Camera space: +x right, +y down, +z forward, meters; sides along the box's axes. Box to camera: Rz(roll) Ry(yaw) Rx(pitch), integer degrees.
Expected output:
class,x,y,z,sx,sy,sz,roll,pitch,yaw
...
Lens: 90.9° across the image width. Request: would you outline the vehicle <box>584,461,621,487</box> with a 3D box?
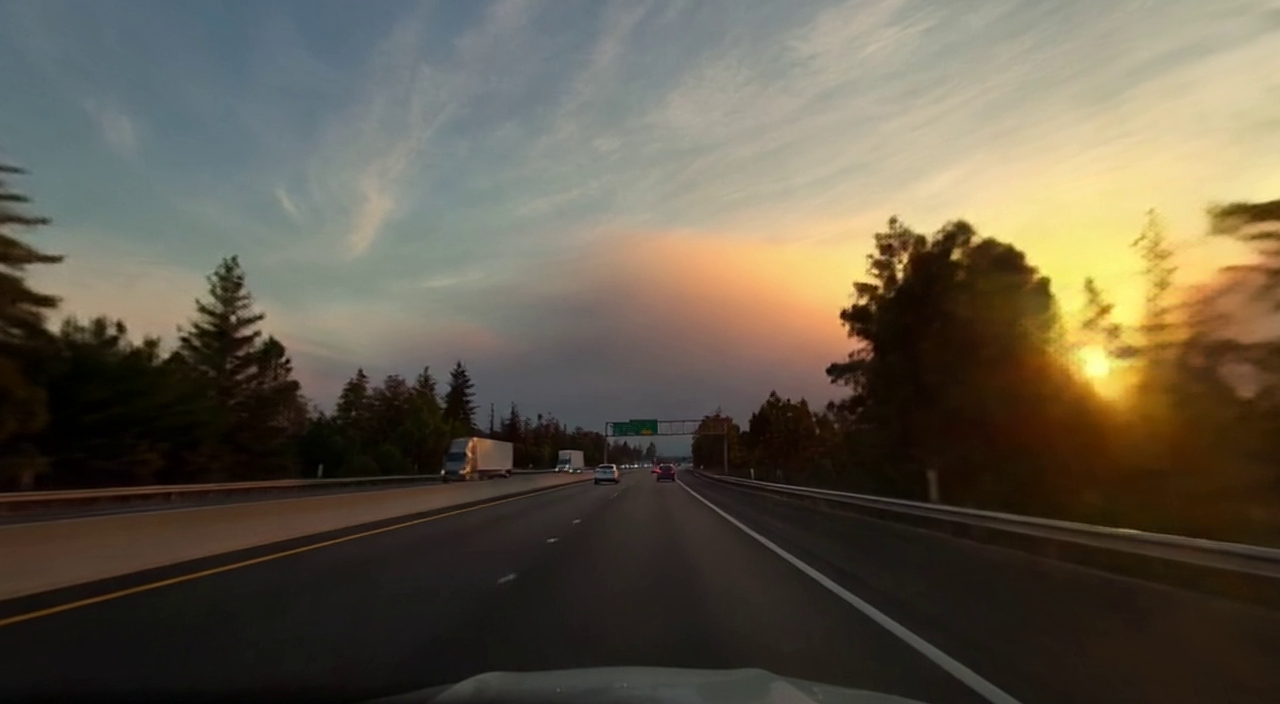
class,x,y,z,sx,sy,sz,roll,pitch,yaw
vehicle,-2.627,8.695,45.063,2.160,1.721,4.368,0,-11,3
